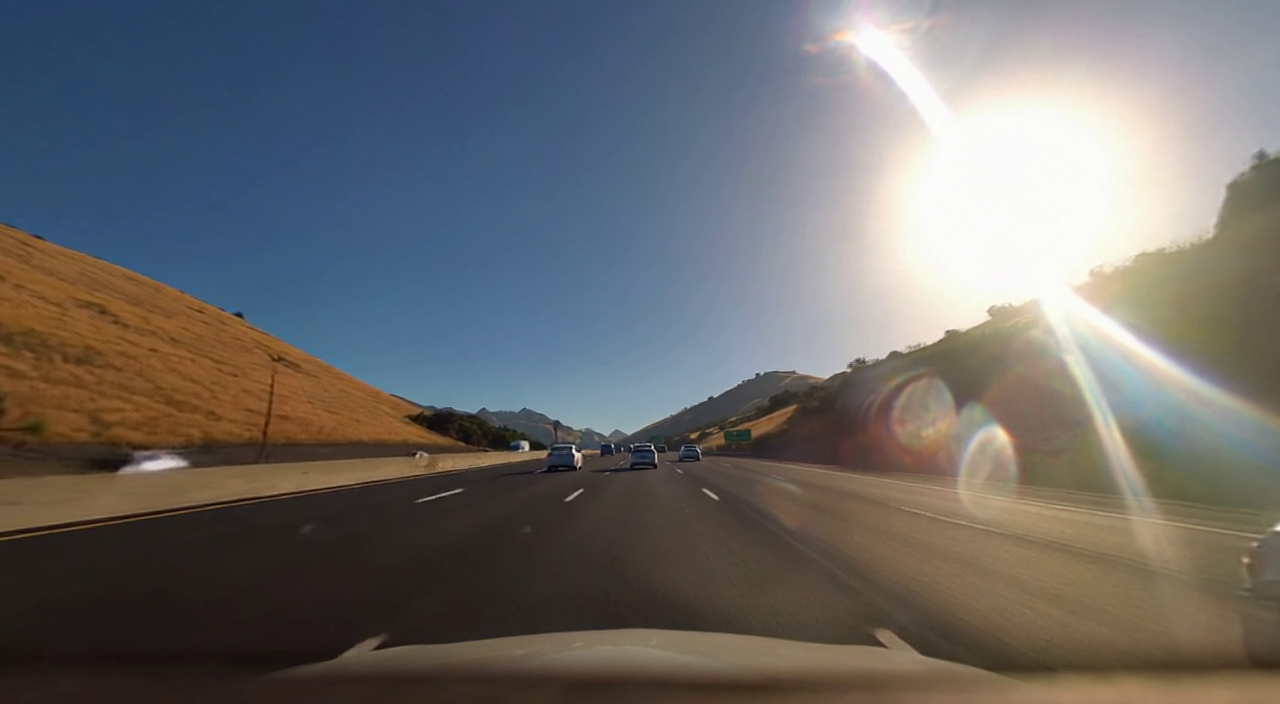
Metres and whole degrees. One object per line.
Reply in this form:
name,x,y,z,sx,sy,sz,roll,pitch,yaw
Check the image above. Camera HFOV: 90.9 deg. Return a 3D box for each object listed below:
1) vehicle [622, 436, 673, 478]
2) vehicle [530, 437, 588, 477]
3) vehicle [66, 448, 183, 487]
vehicle,0.312,4.599,27.875,2.086,1.685,4.206,0,-8,0
vehicle,-3.654,4.831,29.249,2.076,1.690,4.113,0,-8,1
vehicle,-19.106,4.263,23.554,1.520,1.343,3.294,0,-9,0
